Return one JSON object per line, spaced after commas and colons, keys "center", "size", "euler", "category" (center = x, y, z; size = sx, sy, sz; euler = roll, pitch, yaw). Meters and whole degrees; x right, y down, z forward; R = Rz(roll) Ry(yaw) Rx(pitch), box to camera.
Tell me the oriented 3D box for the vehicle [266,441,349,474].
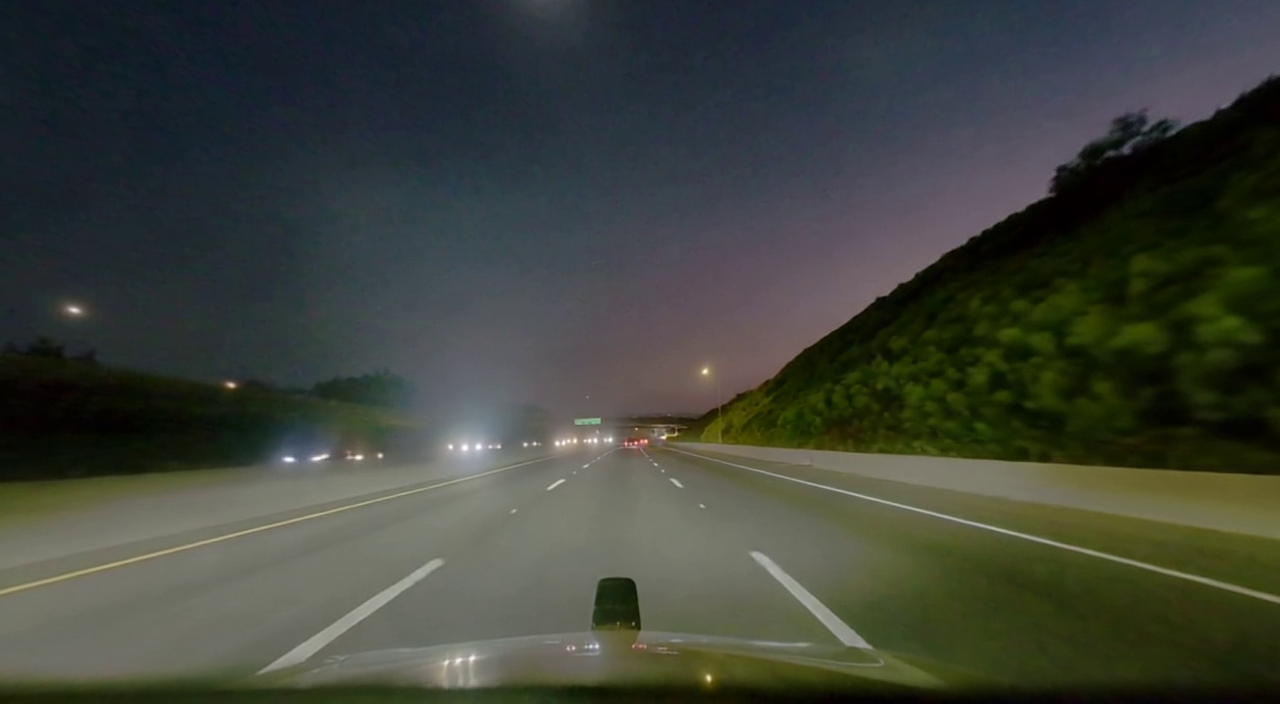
{"center": [-16.702, 5.290, 31.963], "size": [1.847, 1.481, 4.445], "euler": [0, -8, -1], "category": "vehicle"}
